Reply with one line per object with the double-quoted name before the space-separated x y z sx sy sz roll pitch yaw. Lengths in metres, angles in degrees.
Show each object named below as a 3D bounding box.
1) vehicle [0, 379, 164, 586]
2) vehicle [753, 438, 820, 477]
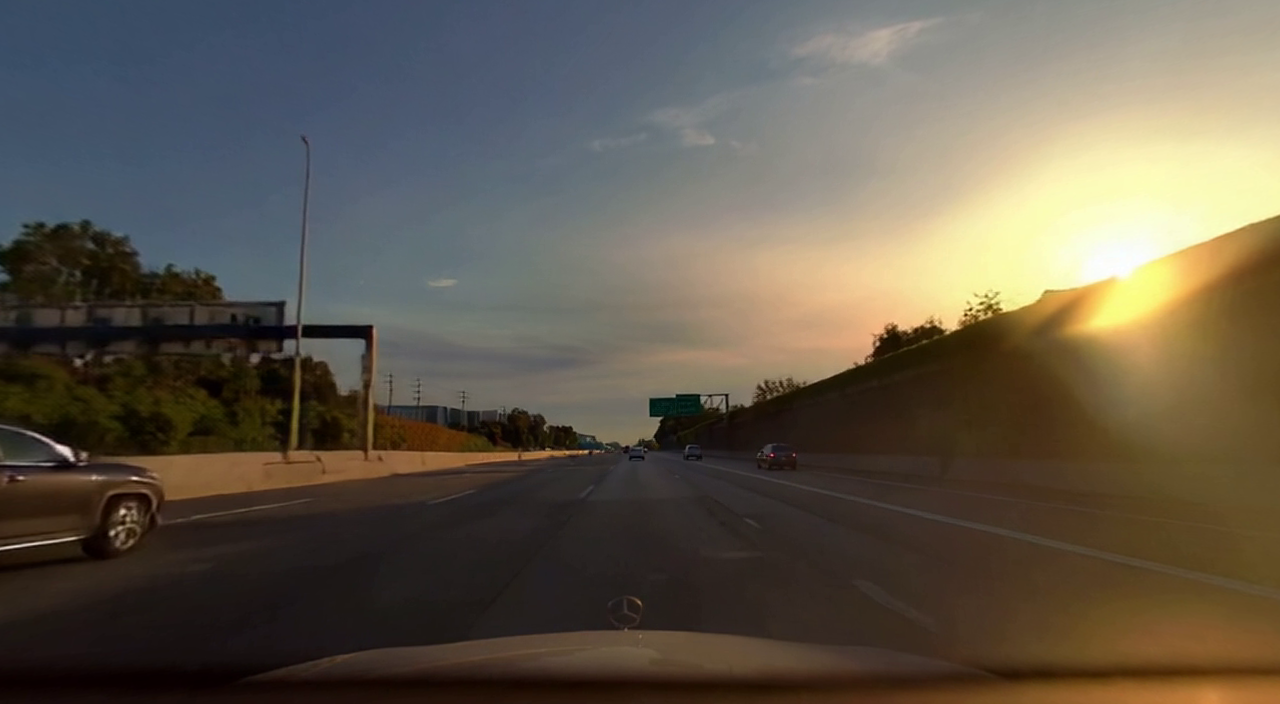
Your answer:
"vehicle" -7.500 1.194 5.602 2.431 2.005 5.166 0 -9 0
"vehicle" 7.169 5.200 31.298 2.167 1.781 4.340 0 -9 -1
